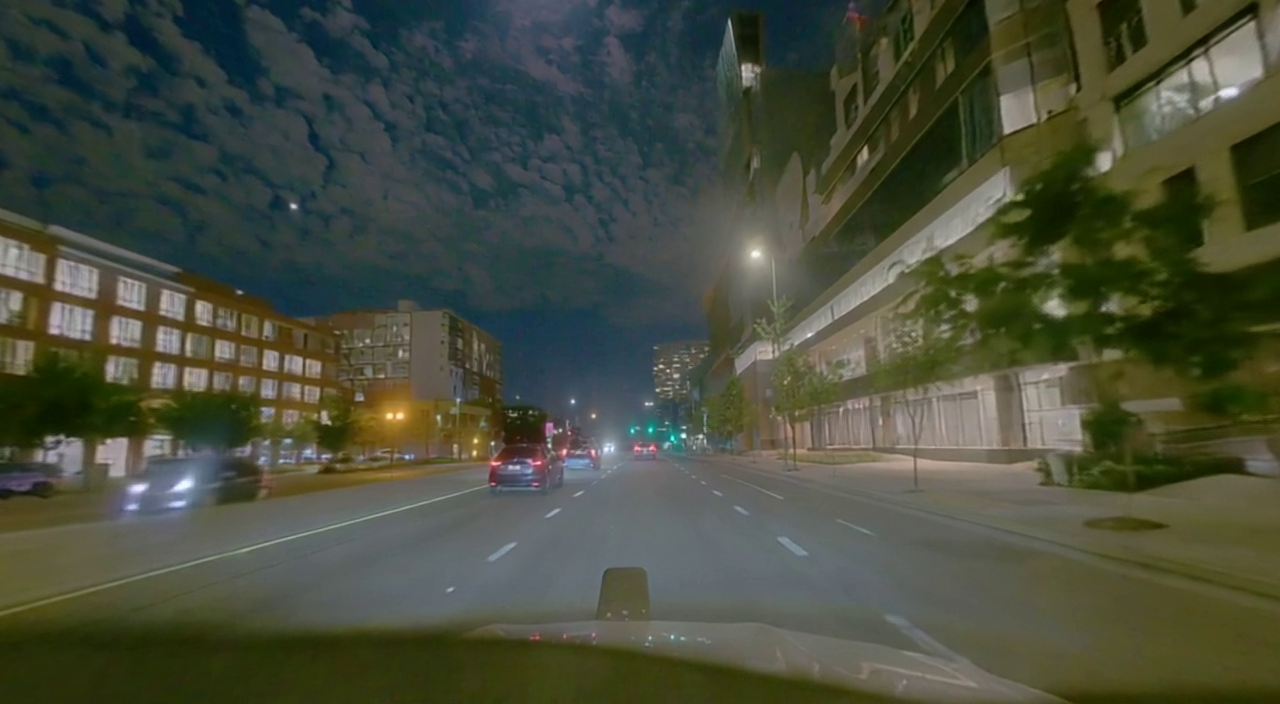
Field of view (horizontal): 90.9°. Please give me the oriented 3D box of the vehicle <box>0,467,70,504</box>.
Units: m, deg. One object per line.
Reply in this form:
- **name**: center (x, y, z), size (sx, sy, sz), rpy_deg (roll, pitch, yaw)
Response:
- **vehicle**: center (-28.116, 5.873, 27.871), size (3.891, 1.483, 1.884), rpy_deg (0, -9, 0)

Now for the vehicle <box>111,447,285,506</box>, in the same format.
- **vehicle**: center (-13.868, 3.887, 20.240), size (2.036, 1.649, 4.664), rpy_deg (-1, -9, 3)

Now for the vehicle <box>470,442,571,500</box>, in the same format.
- **vehicle**: center (-3.157, 3.240, 17.596), size (1.959, 1.406, 4.272), rpy_deg (0, -9, 0)

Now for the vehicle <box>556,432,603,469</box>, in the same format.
- **vehicle**: center (-3.333, 5.580, 35.812), size (2.152, 1.987, 4.527), rpy_deg (0, -9, 1)
